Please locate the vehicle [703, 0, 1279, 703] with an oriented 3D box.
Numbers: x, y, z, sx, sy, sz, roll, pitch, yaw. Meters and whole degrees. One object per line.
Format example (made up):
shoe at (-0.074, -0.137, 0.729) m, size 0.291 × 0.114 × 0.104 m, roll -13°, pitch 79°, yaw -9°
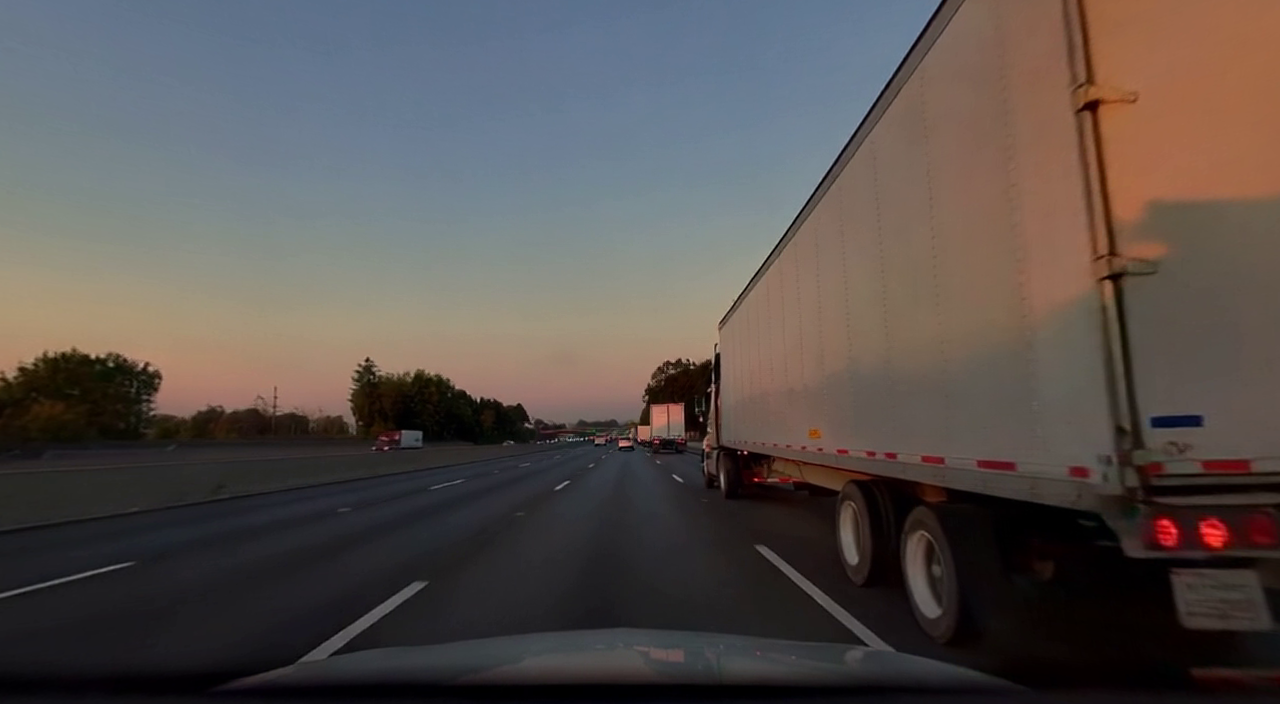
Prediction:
vehicle at (3.329, 0.464, 9.091) m, size 2.905 × 4.080 × 14.157 m, roll 0°, pitch -8°, yaw -2°
